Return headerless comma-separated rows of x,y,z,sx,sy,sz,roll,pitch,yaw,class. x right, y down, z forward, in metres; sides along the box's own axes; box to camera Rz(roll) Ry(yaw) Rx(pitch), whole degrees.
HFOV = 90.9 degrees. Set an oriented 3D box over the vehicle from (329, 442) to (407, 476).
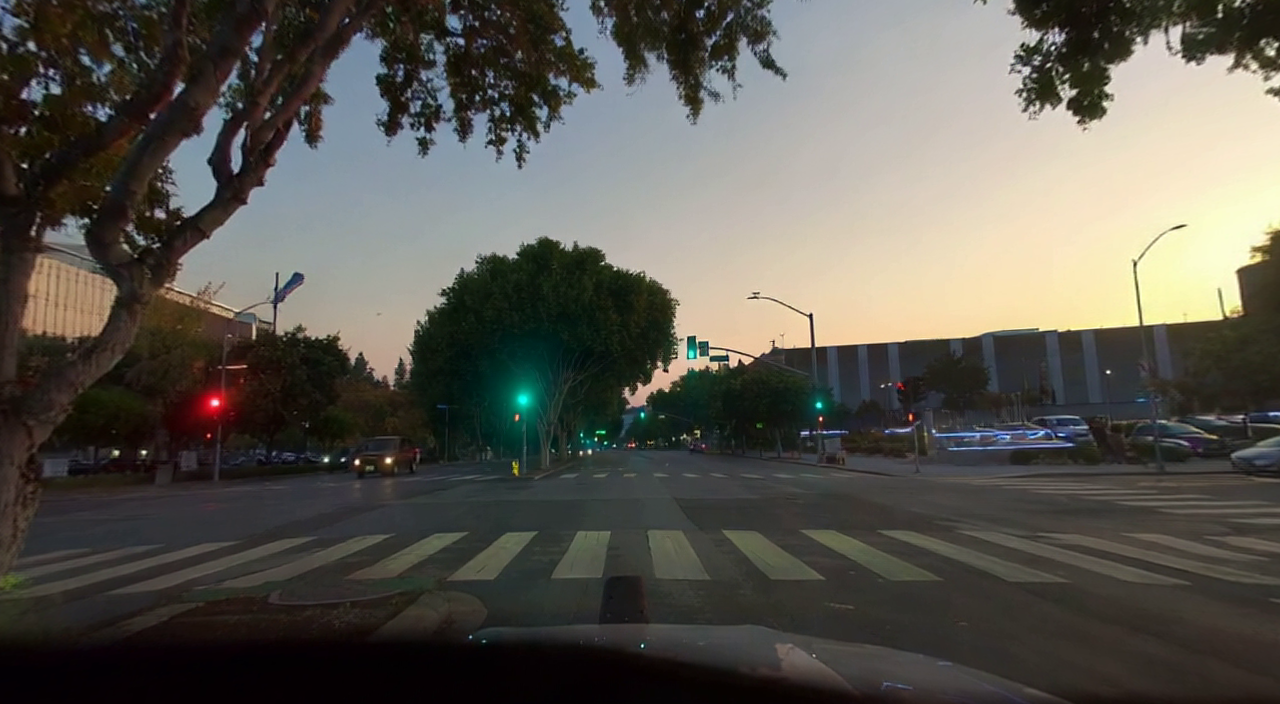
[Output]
-14.848,5.839,34.754,2.169,1.753,4.640,0,-8,1,vehicle
